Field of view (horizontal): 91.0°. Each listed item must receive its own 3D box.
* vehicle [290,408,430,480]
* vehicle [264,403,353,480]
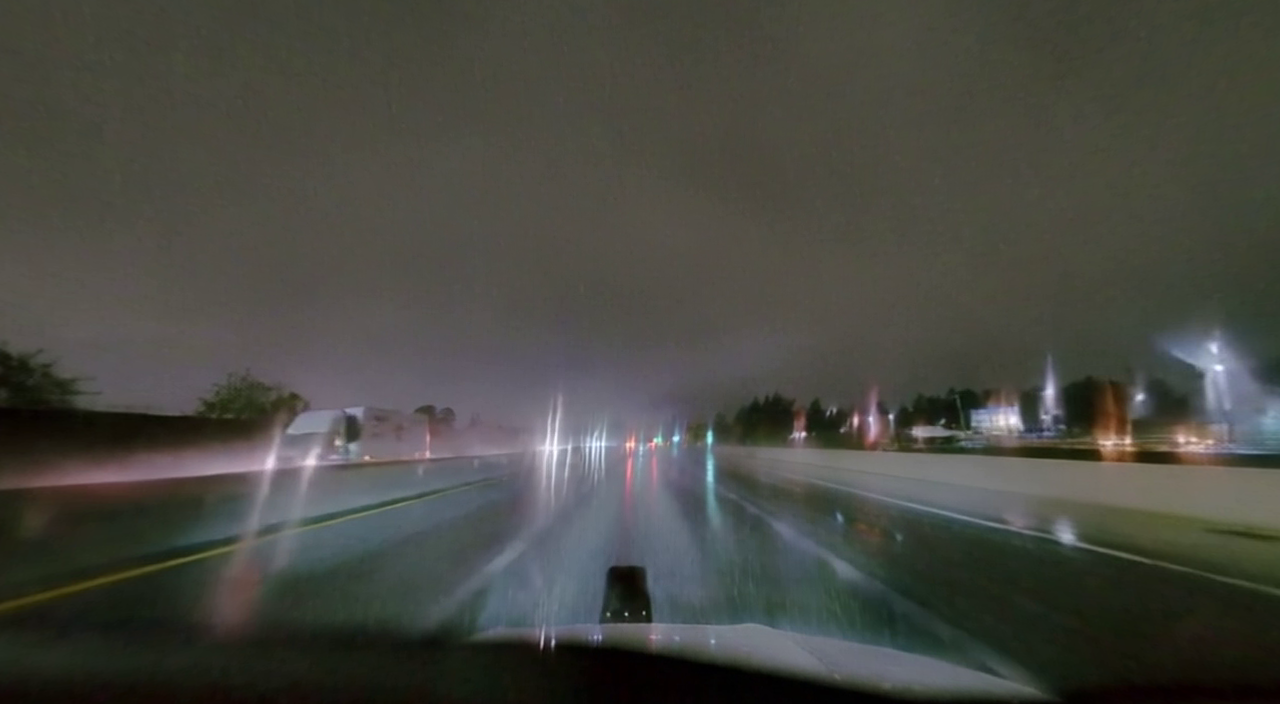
[{"bbox_3d":[-18.442,6.297,43.165,3.341,4.076,13.934,0,-8,-1],"label":"vehicle"},{"bbox_3d":[-18.305,4.970,34.979,2.991,4.014,3.166,0,-8,0],"label":"vehicle"}]
